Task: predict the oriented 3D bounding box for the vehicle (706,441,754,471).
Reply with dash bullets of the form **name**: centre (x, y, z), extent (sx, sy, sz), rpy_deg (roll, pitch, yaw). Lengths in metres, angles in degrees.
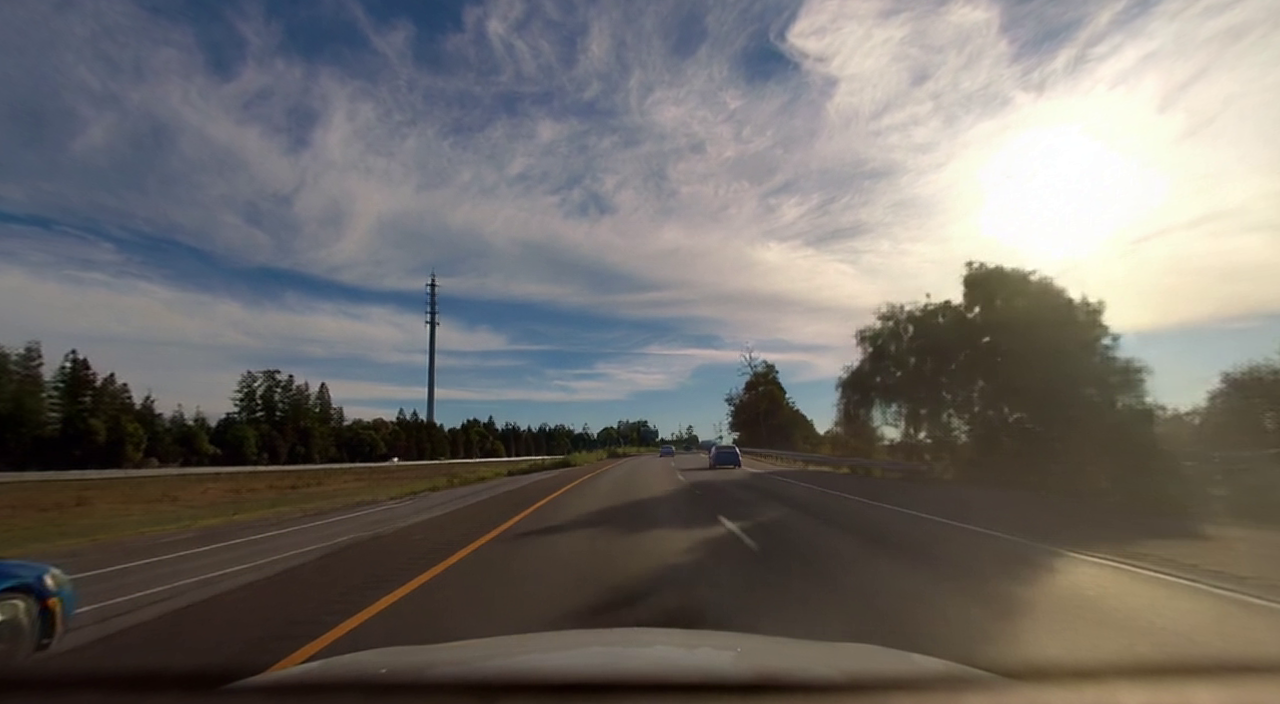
- **vehicle**: centre (4.789, 5.600, 34.265), extent (2.030, 1.526, 4.165), rpy_deg (0, -8, 1)
